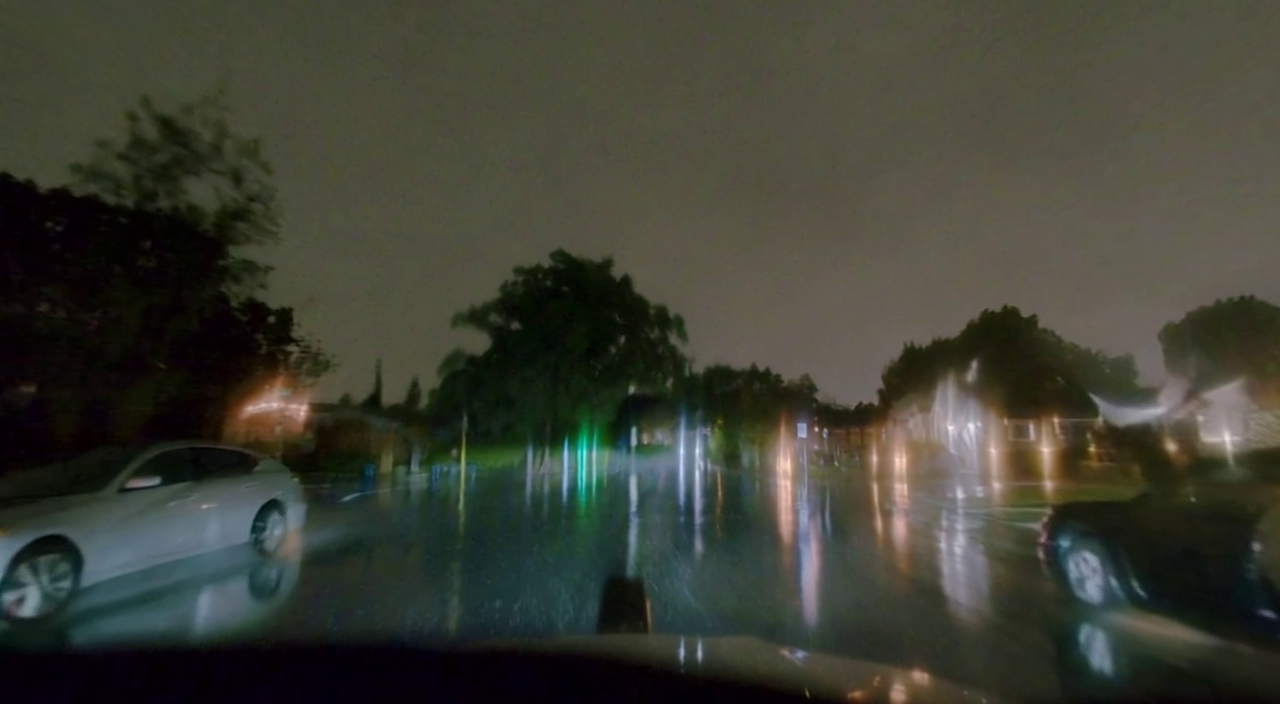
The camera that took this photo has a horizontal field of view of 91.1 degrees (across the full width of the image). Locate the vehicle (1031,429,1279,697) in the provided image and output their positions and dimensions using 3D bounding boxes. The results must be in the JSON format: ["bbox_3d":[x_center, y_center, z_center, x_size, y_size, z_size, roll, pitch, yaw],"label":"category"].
[{"bbox_3d":[4.335,1.110,3.149,1.931,1.395,4.793,1,-8,4],"label":"vehicle"}]

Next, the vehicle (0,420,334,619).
[{"bbox_3d":[-5.516,1.687,6.712,1.943,1.433,4.717,-6,-10,3],"label":"vehicle"}]
